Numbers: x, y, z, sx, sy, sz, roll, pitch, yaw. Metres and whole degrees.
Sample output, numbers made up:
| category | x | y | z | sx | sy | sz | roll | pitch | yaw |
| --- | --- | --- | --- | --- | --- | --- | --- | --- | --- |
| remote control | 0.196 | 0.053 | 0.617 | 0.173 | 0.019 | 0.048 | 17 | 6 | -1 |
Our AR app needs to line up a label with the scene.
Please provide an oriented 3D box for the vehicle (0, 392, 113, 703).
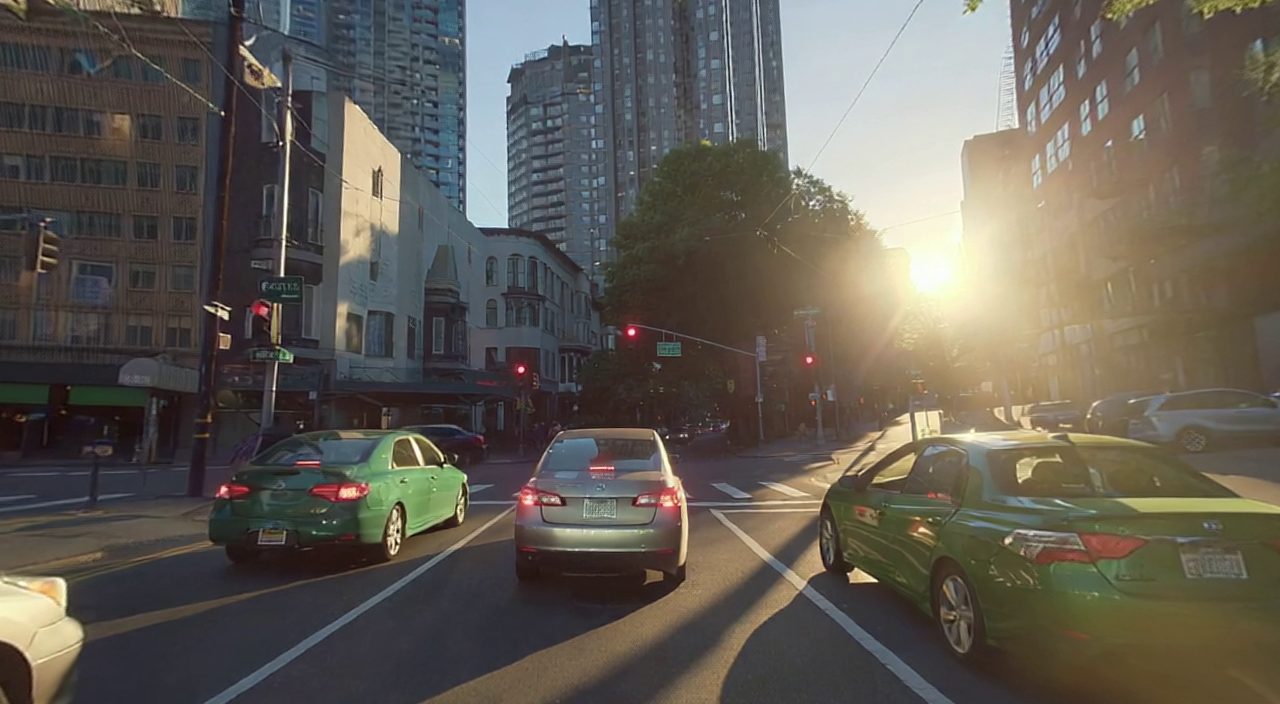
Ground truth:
| category | x | y | z | sx | sy | sz | roll | pitch | yaw |
| --- | --- | --- | --- | --- | --- | --- | --- | --- | --- |
| vehicle | -3.910 | 0.704 | 1.180 | 1.995 | 1.524 | 4.438 | 0 | -8 | 0 |

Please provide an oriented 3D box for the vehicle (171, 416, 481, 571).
| category | x | y | z | sx | sy | sz | roll | pitch | yaw |
| --- | --- | --- | --- | --- | --- | --- | --- | --- | --- |
| vehicle | -3.685 | 1.732 | 8.508 | 1.934 | 1.522 | 4.287 | 0 | -8 | 0 |

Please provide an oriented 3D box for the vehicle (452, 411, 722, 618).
| category | x | y | z | sx | sy | sz | roll | pitch | yaw |
| --- | --- | --- | --- | --- | --- | --- | --- | --- | --- |
| vehicle | -0.411 | 1.498 | 6.722 | 1.999 | 1.520 | 3.896 | 0 | -8 | -1 |

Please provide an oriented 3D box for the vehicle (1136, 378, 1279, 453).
| category | x | y | z | sx | sy | sz | roll | pitch | yaw |
| --- | --- | --- | --- | --- | --- | --- | --- | --- | --- |
| vehicle | 21.638 | 2.356 | 22.867 | 5.863 | 2.493 | 2.354 | 2 | -9 | -12 |

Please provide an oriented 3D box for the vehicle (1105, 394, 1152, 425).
| category | x | y | z | sx | sy | sz | roll | pitch | yaw |
| --- | --- | --- | --- | --- | --- | --- | --- | --- | --- |
| vehicle | 30.140 | 3.595 | 38.934 | 1.958 | 1.667 | 4.392 | -7 | -11 | 39 |
